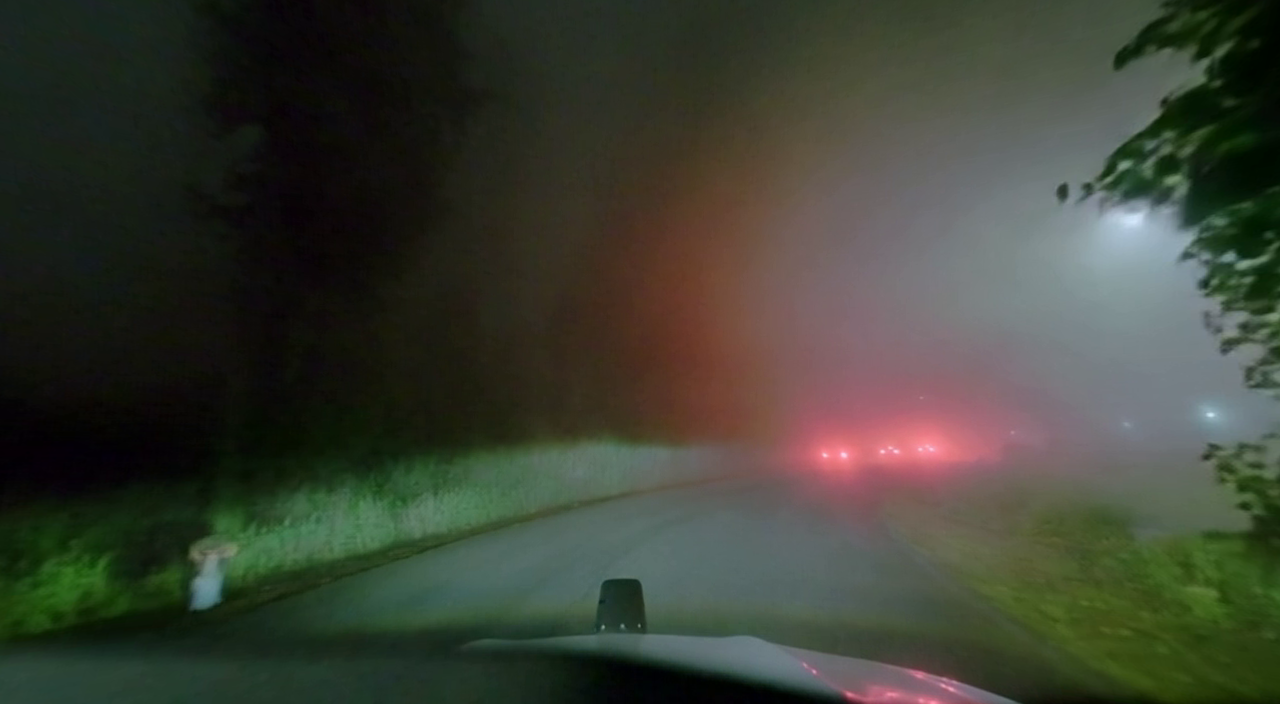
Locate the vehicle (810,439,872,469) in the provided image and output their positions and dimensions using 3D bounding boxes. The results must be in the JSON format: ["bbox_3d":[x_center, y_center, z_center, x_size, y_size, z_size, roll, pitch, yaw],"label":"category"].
[{"bbox_3d":[12.895,6.507,40.140,4.257,1.789,1.988,9,-11,-43],"label":"vehicle"}]
